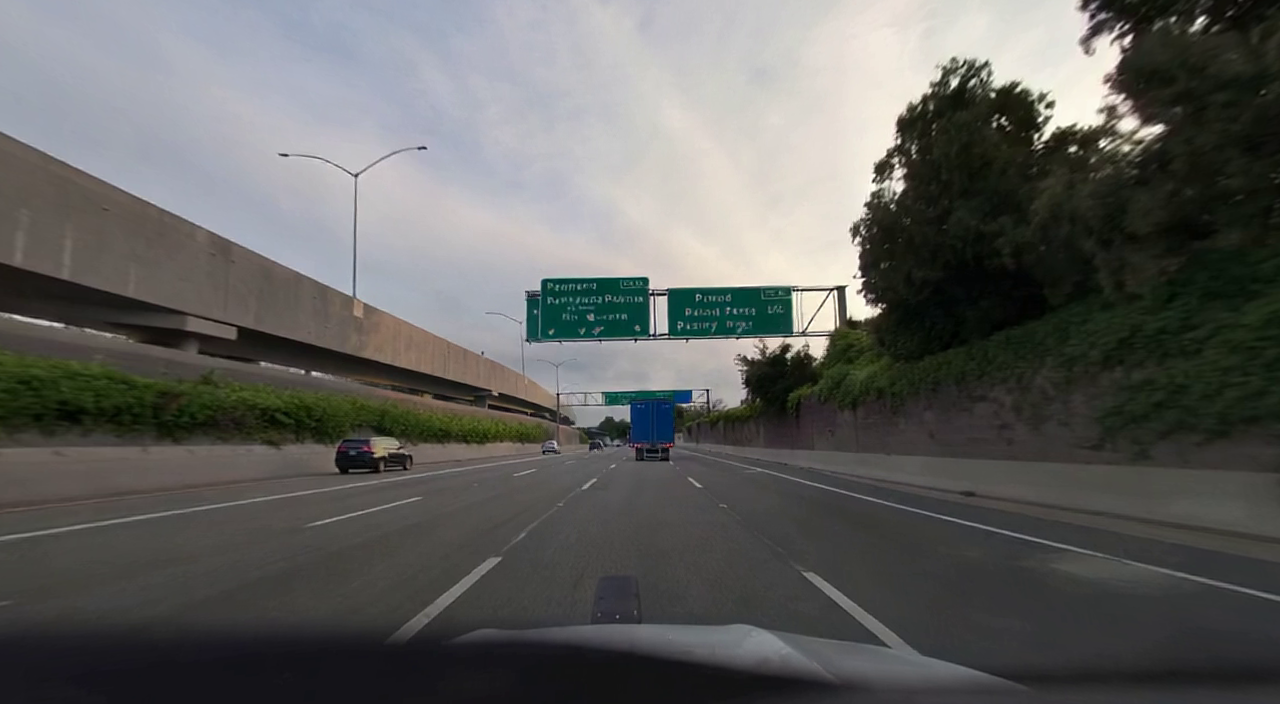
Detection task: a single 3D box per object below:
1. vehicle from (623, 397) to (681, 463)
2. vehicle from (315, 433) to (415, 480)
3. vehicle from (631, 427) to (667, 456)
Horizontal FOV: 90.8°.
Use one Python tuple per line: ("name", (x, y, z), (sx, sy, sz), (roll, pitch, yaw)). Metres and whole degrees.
("vehicle", (0.517, 5.214, 41.161), (3.233, 3.678, 11.032), (0, -8, -1))
("vehicle", (-10.376, 3.961, 24.209), (1.919, 1.625, 4.183), (0, -8, 0))
("vehicle", (0.498, 5.393, 37.956), (2.052, 1.666, 4.358), (0, -8, 0))
